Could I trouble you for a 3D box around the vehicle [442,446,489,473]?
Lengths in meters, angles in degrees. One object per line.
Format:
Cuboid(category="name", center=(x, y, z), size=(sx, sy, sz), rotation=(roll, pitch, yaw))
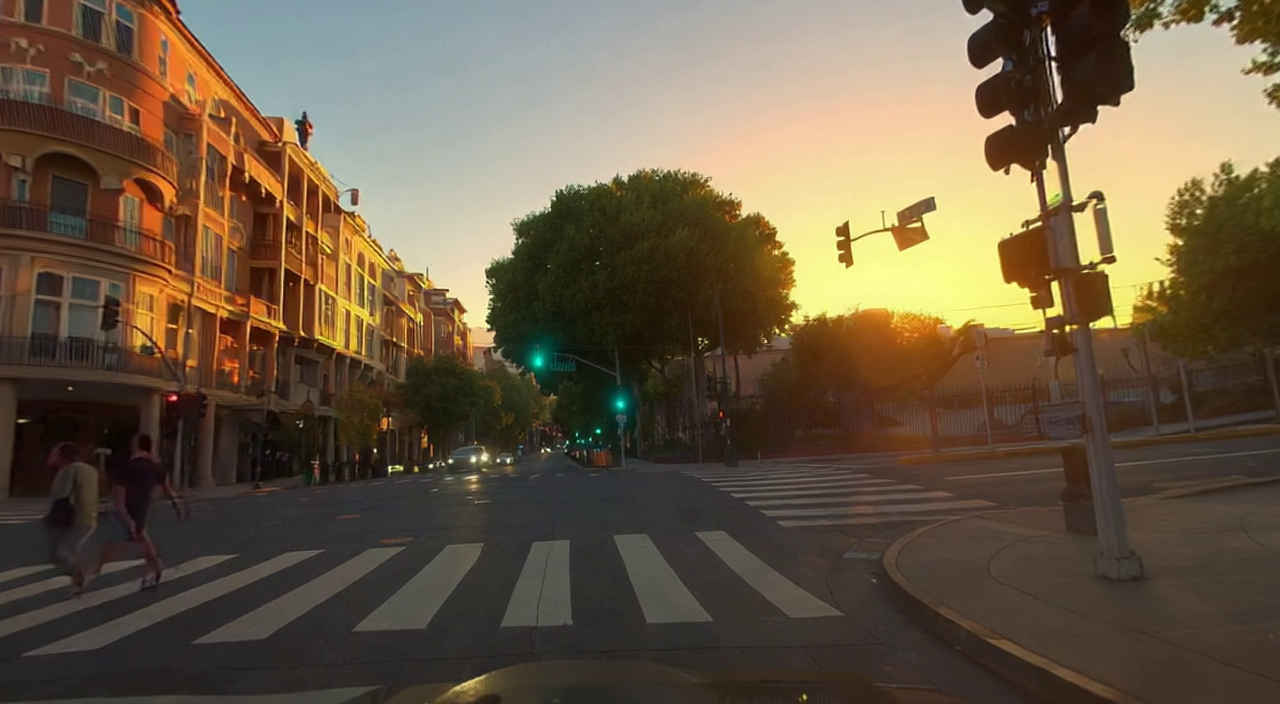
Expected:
Cuboid(category="vehicle", center=(-10.460, 6.470, 38.173), size=(2.196, 1.503, 4.371), rotation=(1, -8, -8))
